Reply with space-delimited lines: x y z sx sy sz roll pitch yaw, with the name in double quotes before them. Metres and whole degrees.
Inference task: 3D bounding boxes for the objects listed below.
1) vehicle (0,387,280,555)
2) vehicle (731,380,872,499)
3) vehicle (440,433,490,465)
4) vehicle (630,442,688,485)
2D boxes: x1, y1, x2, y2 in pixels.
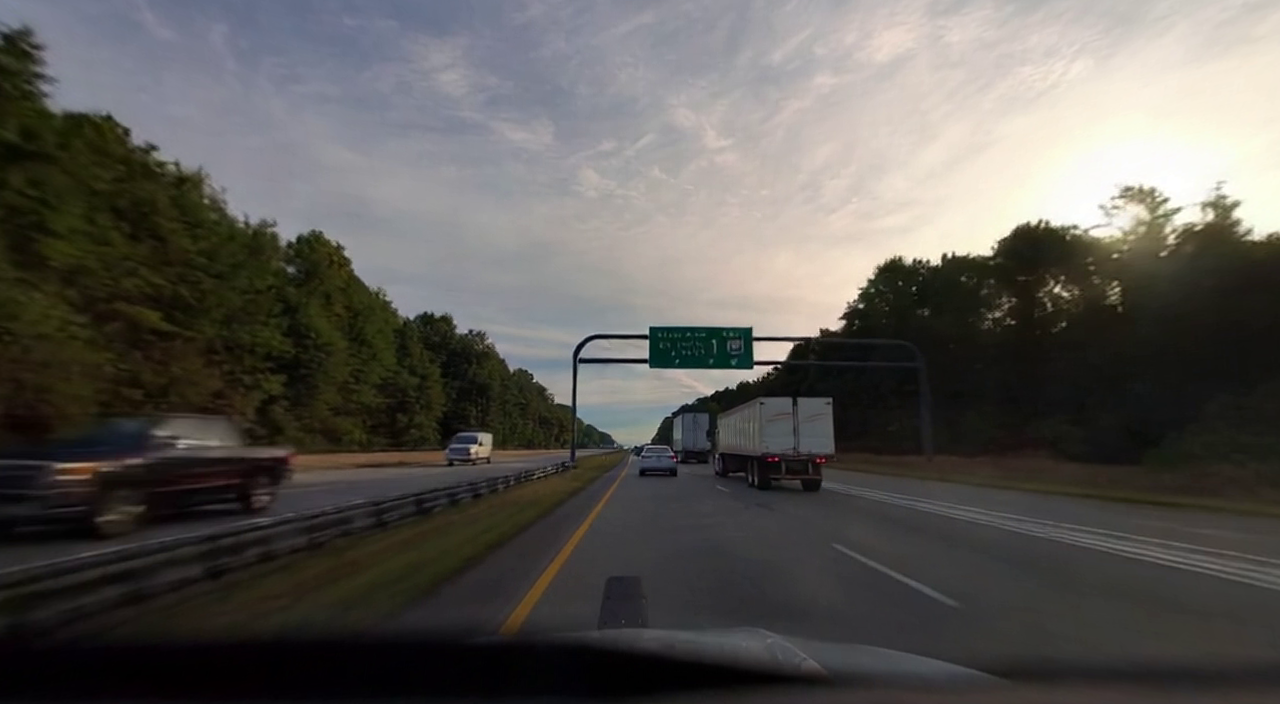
"vehicle" -7.580 1.635 9.177 2.015 1.839 4.385 0 -9 0
"vehicle" 5.000 2.984 21.275 2.600 3.282 7.635 0 -9 -1
"vehicle" -11.744 6.560 42.604 2.056 2.054 4.765 0 -9 0
"vehicle" 0.656 4.334 24.835 2.069 1.523 4.012 0 -9 -1
